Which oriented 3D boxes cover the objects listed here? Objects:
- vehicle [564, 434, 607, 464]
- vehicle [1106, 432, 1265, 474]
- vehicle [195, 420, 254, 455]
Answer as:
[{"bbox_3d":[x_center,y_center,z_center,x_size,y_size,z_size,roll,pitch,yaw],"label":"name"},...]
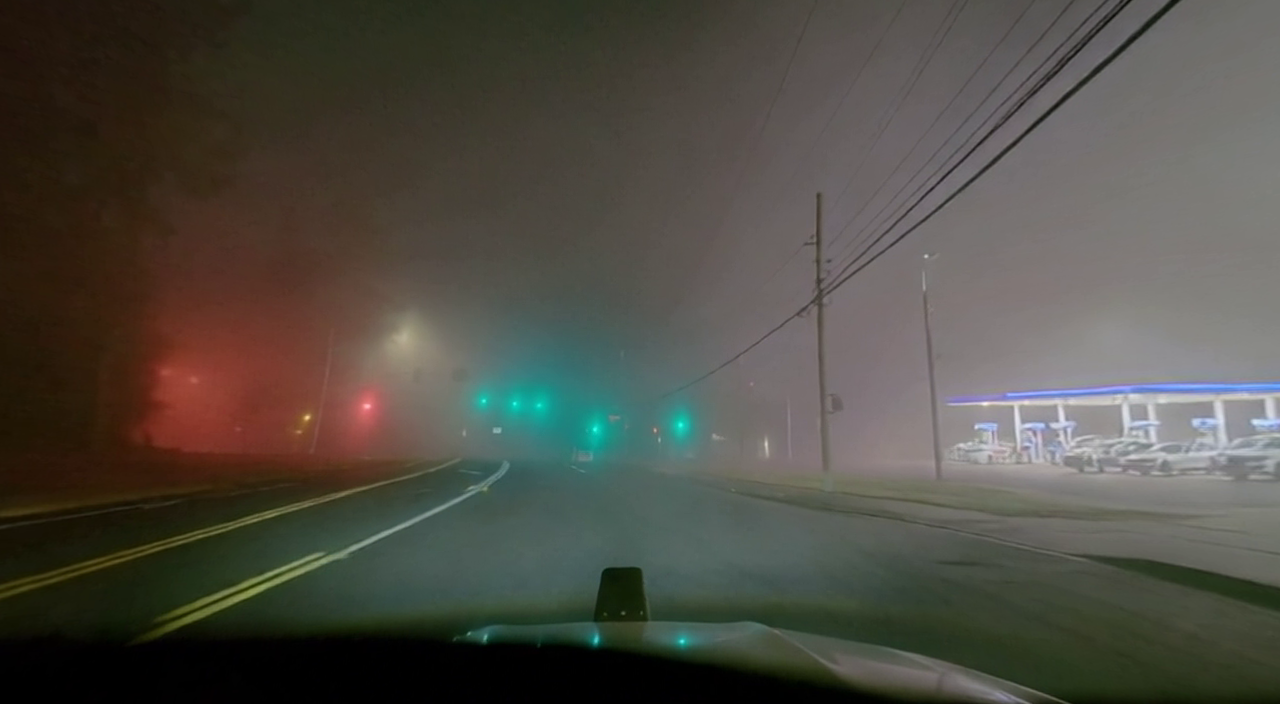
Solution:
[{"bbox_3d":[-3.638,6.401,41.436,2.300,1.868,4.690,2,-9,-11],"label":"vehicle"},{"bbox_3d":[20.393,3.782,23.534,4.661,1.476,1.943,2,-9,-12],"label":"vehicle"},{"bbox_3d":[-31.043,6.435,46.903,2.427,2.514,2.560,-4,-10,23],"label":"vehicle"}]
